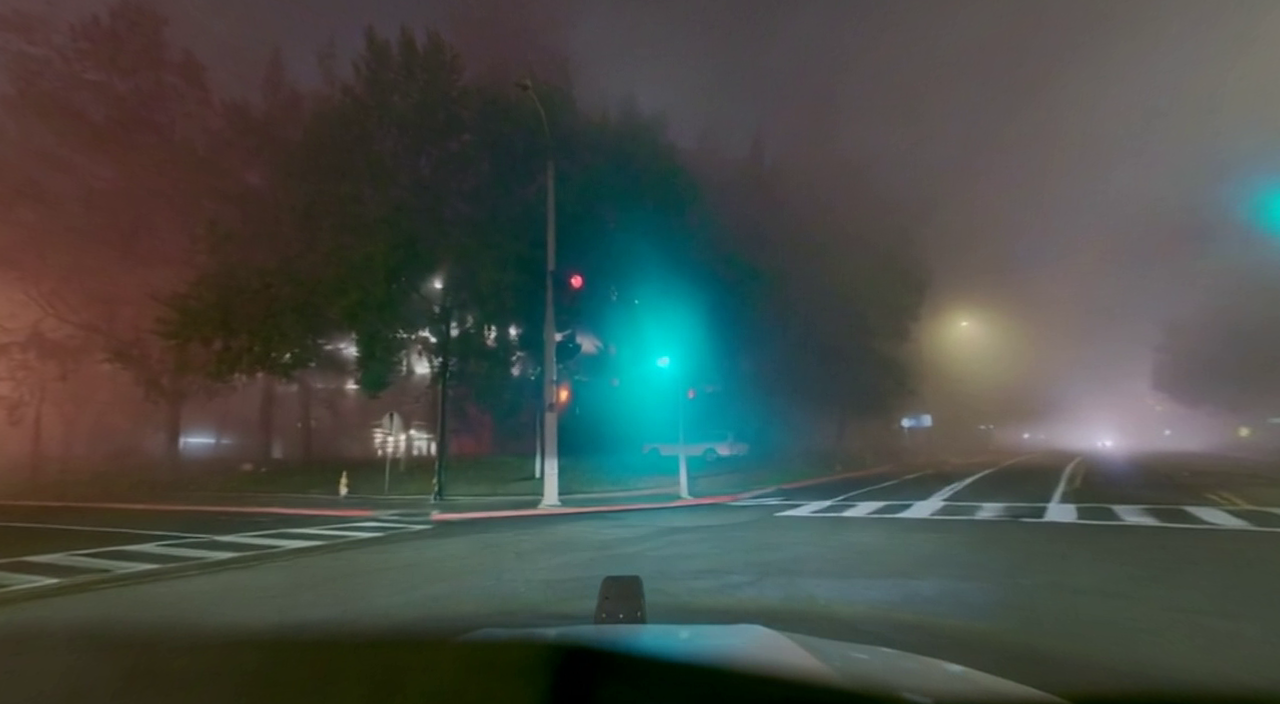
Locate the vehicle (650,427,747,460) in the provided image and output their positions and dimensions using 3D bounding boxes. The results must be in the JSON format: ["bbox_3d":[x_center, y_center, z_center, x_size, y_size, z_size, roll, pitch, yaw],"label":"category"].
[{"bbox_3d":[3.063,4.861,33.412,4.765,1.593,1.891,-5,-10,30],"label":"vehicle"}]
